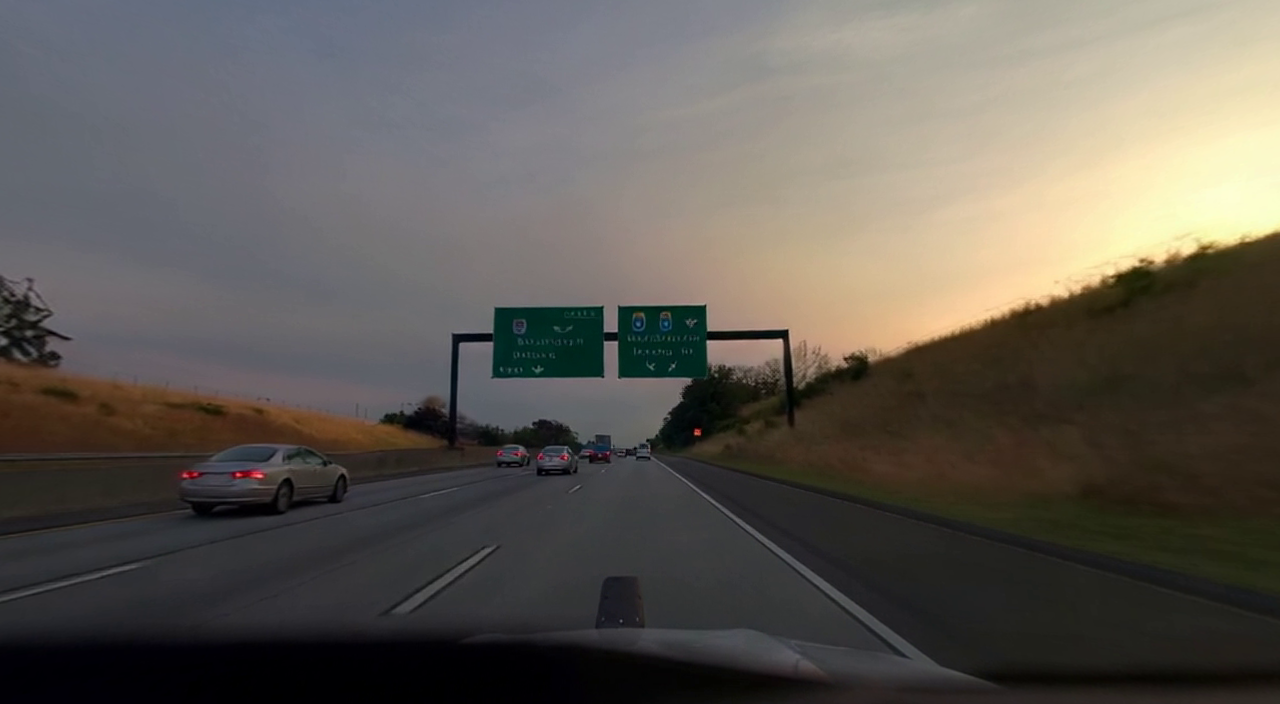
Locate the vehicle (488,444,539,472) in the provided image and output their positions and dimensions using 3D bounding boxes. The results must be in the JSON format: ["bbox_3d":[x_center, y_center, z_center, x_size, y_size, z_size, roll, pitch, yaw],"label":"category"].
[{"bbox_3d":[-7.485,6.296,37.745,2.091,1.558,4.220,0,-9,0],"label":"vehicle"}]

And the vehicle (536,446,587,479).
[{"bbox_3d":[-3.579,5.124,29.453,1.924,1.436,3.915,0,-9,0],"label":"vehicle"}]

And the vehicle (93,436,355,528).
[{"bbox_3d":[-7.936,2.511,12.792,2.009,1.500,4.741,0,-9,1],"label":"vehicle"}]
